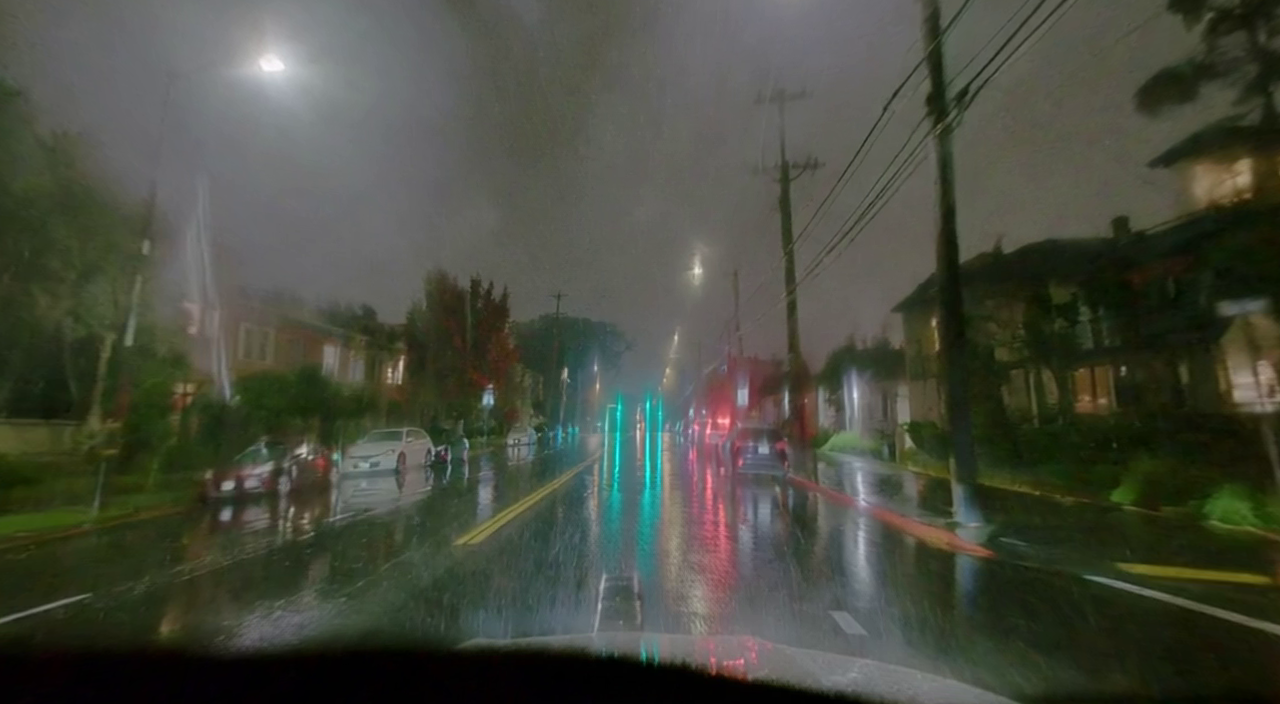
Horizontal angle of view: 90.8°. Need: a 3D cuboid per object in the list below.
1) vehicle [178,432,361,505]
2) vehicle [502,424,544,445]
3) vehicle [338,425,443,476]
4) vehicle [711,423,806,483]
[{"bbox_3d":[-9.514,3.009,16.778,1.926,1.652,4.527,-1,-8,3],"label":"vehicle"},{"bbox_3d":[-8.704,6.243,47.363,2.208,1.508,4.590,0,-8,1],"label":"vehicle"},{"bbox_3d":[-9.339,3.714,24.102,2.061,1.748,4.316,-1,-8,3],"label":"vehicle"},{"bbox_3d":[3.717,3.203,20.719,2.089,1.638,4.628,0,-5,-2],"label":"vehicle"}]
